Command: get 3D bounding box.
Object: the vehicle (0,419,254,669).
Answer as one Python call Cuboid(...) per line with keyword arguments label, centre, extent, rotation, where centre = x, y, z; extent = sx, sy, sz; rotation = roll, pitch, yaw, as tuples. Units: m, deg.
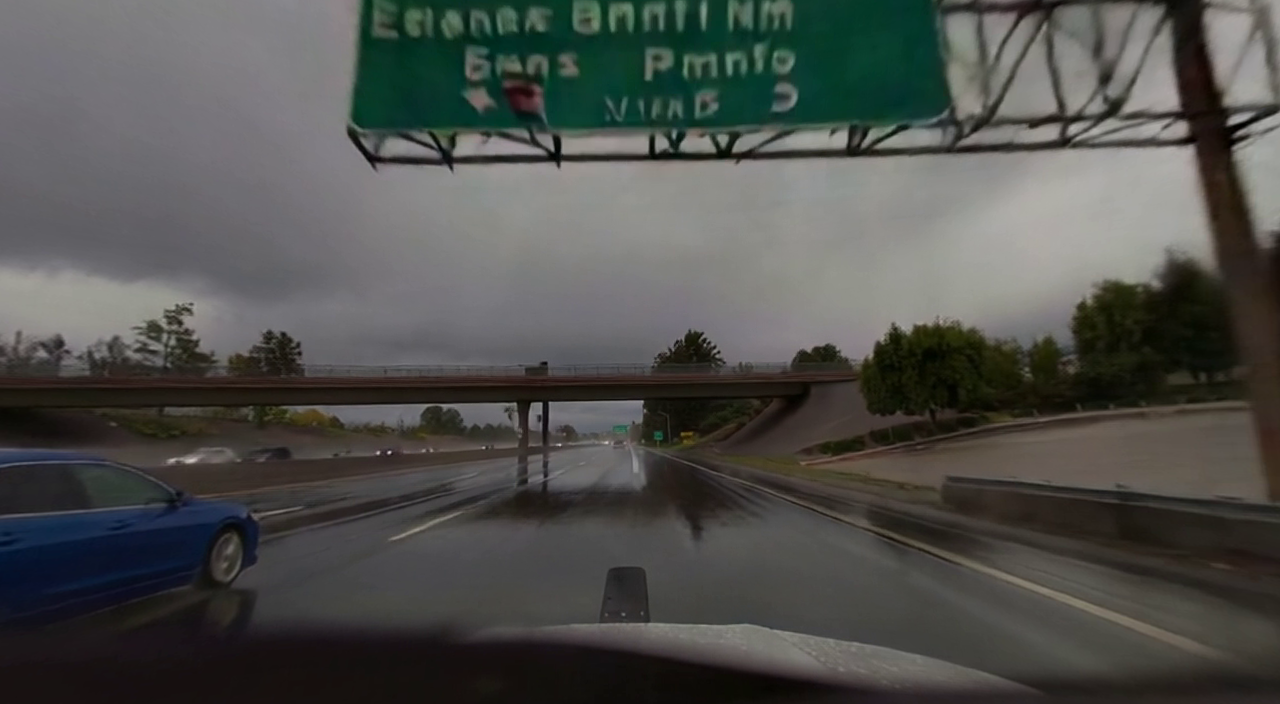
Cuboid(label="vehicle", centre=(-5.069, 1.245, 4.212), extent=(2.105, 1.551, 4.602), rotation=(0, -8, -1))
